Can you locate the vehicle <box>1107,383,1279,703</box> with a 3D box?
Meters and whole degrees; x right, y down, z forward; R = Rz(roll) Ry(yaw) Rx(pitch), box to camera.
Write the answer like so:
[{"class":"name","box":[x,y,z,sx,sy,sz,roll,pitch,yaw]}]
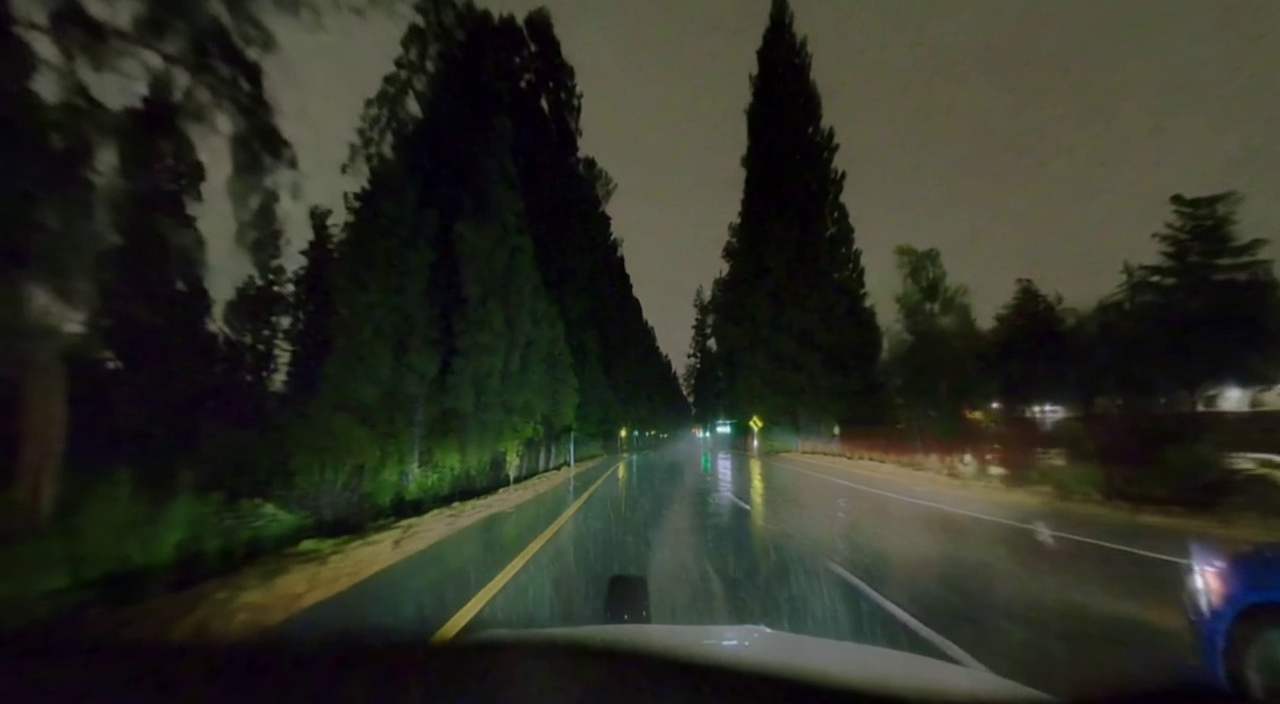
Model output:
[{"class":"vehicle","box":[3.505,0.646,0.893,2.061,1.503,4.823,0,-8,1]}]
